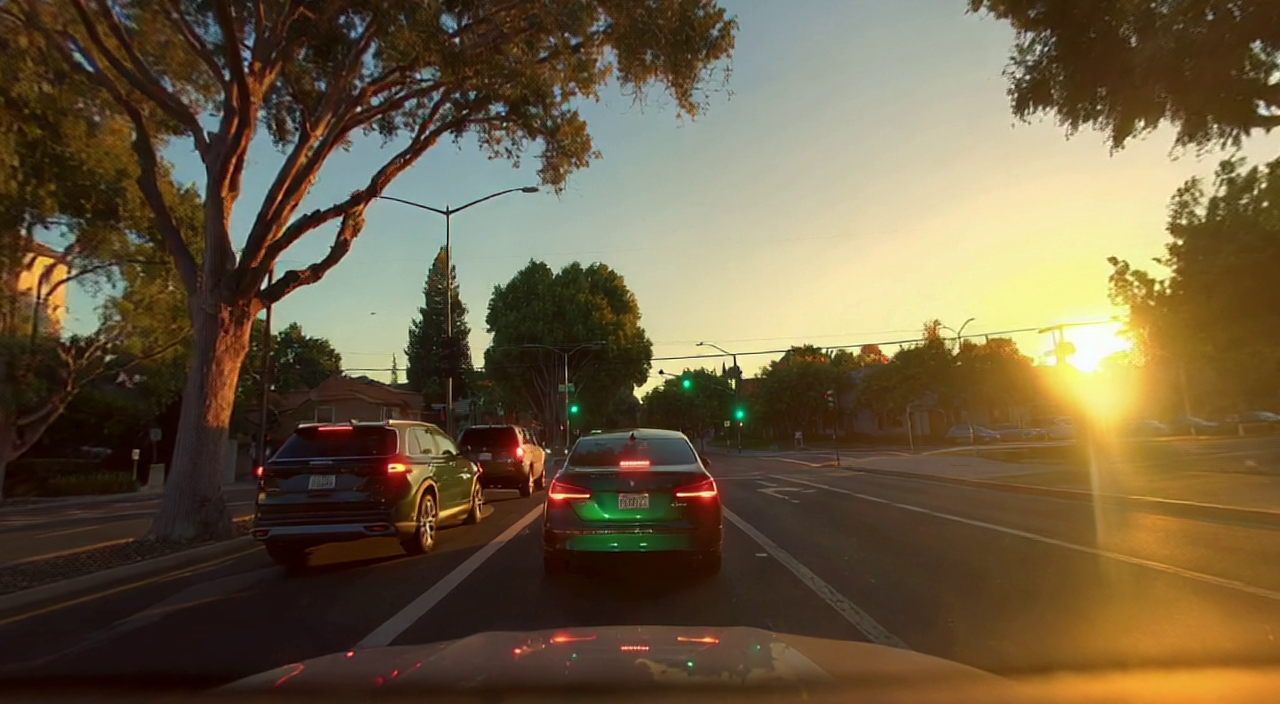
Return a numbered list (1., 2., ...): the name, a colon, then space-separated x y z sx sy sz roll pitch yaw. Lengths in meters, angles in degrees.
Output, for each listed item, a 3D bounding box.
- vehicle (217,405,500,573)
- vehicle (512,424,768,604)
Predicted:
1. vehicle: -3.426 1.750 8.815 2.046 1.751 4.208 0 -8 -1
2. vehicle: -0.054 1.644 7.312 2.126 1.475 3.967 0 -8 -2
